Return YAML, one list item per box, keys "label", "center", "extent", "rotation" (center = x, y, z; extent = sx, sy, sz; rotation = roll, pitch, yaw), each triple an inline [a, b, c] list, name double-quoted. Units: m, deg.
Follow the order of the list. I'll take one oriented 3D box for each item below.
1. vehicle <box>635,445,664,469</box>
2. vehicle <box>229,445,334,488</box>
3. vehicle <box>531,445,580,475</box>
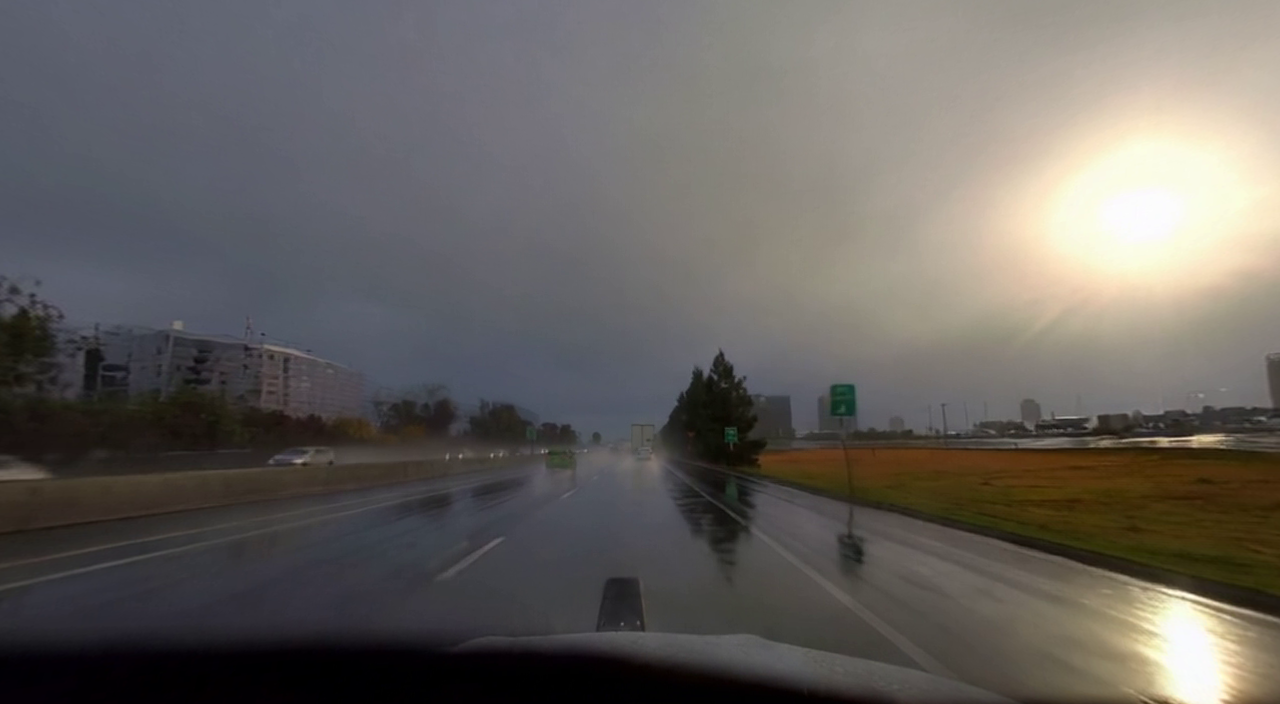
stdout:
- label: "vehicle"
  center: [0.632, 7.465, 45.042]
  extent: [1.992, 1.593, 3.937]
  rotation: [0, -9, -1]
- label: "vehicle"
  center: [-16.824, 5.369, 29.993]
  extent: [2.042, 1.832, 5.018]
  rotation: [0, -9, -1]
- label: "vehicle"
  center: [-4.539, 5.887, 34.576]
  extent: [2.172, 1.548, 3.953]
  rotation: [0, -9, 0]
